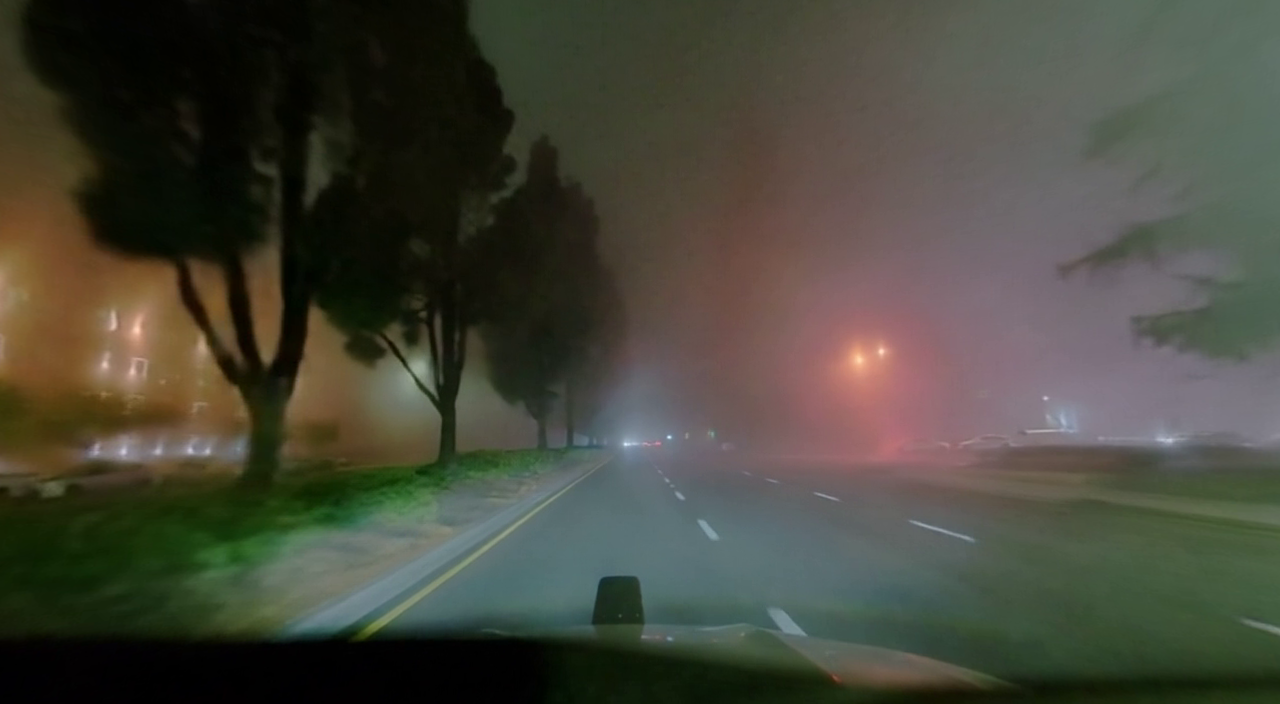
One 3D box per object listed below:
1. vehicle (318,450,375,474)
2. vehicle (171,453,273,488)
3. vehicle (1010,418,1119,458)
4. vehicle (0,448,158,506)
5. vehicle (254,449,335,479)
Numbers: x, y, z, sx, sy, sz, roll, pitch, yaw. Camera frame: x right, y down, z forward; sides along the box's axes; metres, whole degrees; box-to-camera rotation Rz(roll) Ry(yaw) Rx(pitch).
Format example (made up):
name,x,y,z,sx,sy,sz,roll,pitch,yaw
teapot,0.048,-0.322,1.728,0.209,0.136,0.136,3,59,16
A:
name,x,y,z,sx,sy,sz,roll,pitch,yaw
vehicle,-19.820,7.409,42.842,1.959,1.459,4.150,0,-8,-2
vehicle,-20.316,5.753,31.003,1.798,1.487,4.486,0,-8,2
vehicle,31.030,6.284,46.221,6.797,2.774,2.304,2,-9,-12
vehicle,-21.186,4.657,24.055,1.879,1.757,4.656,-3,-7,3
vehicle,-19.711,6.425,36.301,1.920,1.561,4.654,-1,-10,2
